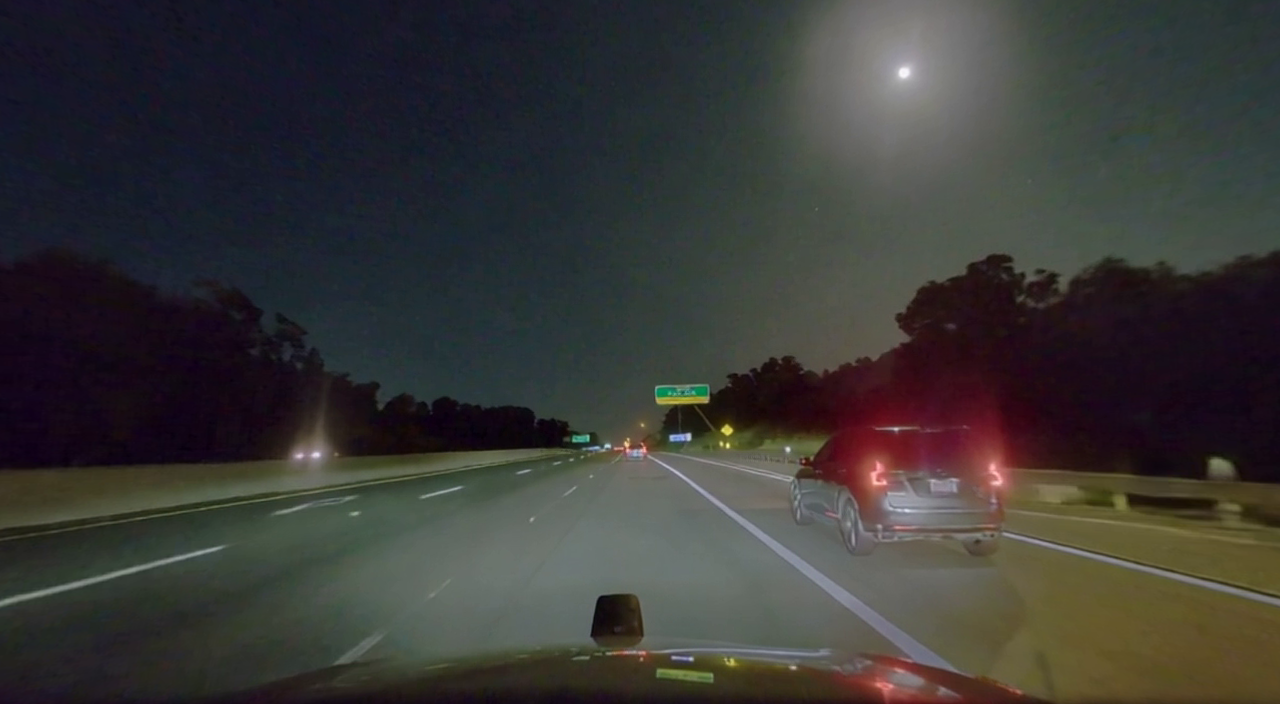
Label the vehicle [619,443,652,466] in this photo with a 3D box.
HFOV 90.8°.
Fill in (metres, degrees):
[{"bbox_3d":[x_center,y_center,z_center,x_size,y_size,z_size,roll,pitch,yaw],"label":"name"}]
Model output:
[{"bbox_3d":[-0.331,6.886,42.621,2.080,1.468,3.884,0,-8,-1],"label":"vehicle"}]
